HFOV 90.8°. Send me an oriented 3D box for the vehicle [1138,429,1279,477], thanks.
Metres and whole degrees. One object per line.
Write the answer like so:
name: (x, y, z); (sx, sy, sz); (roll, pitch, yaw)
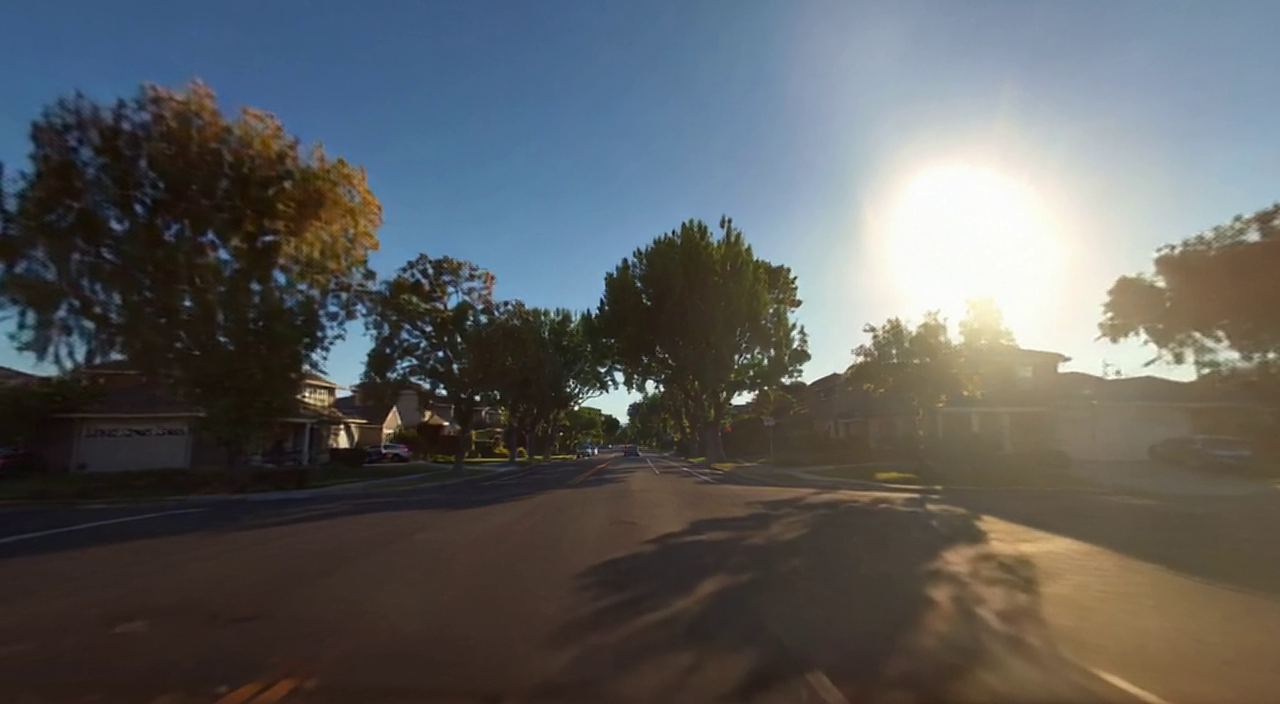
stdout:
vehicle: (23.095, 3.986, 25.509); (1.879, 1.584, 4.761); (1, -5, -5)
